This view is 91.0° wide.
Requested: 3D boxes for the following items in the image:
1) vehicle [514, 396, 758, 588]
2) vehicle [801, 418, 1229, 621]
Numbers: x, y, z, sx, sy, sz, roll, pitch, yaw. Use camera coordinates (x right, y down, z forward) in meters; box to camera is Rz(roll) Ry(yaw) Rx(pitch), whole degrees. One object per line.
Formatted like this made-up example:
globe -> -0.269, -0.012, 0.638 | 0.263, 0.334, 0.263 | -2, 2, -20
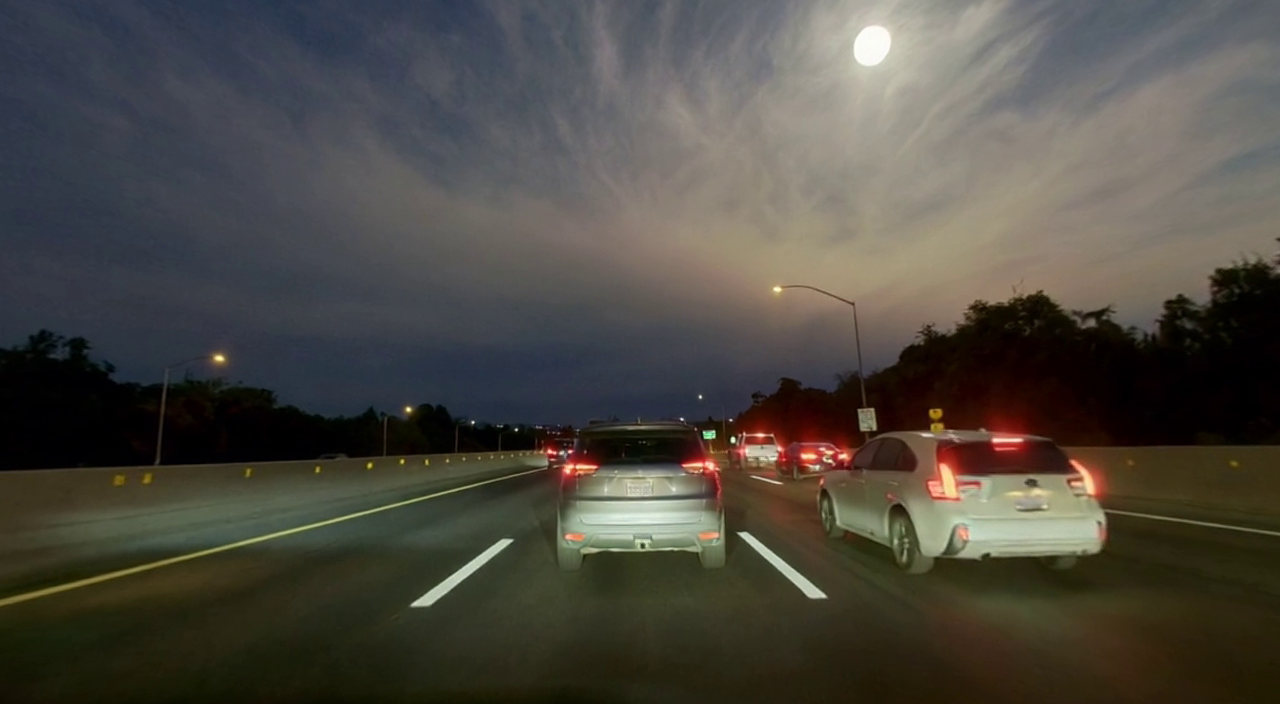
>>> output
vehicle -> -0.125, 1.590, 7.843 | 2.230, 1.740, 3.976 | 0, -9, -3
vehicle -> 3.472, 1.642, 7.219 | 2.028, 1.534, 4.691 | 0, -9, 0
